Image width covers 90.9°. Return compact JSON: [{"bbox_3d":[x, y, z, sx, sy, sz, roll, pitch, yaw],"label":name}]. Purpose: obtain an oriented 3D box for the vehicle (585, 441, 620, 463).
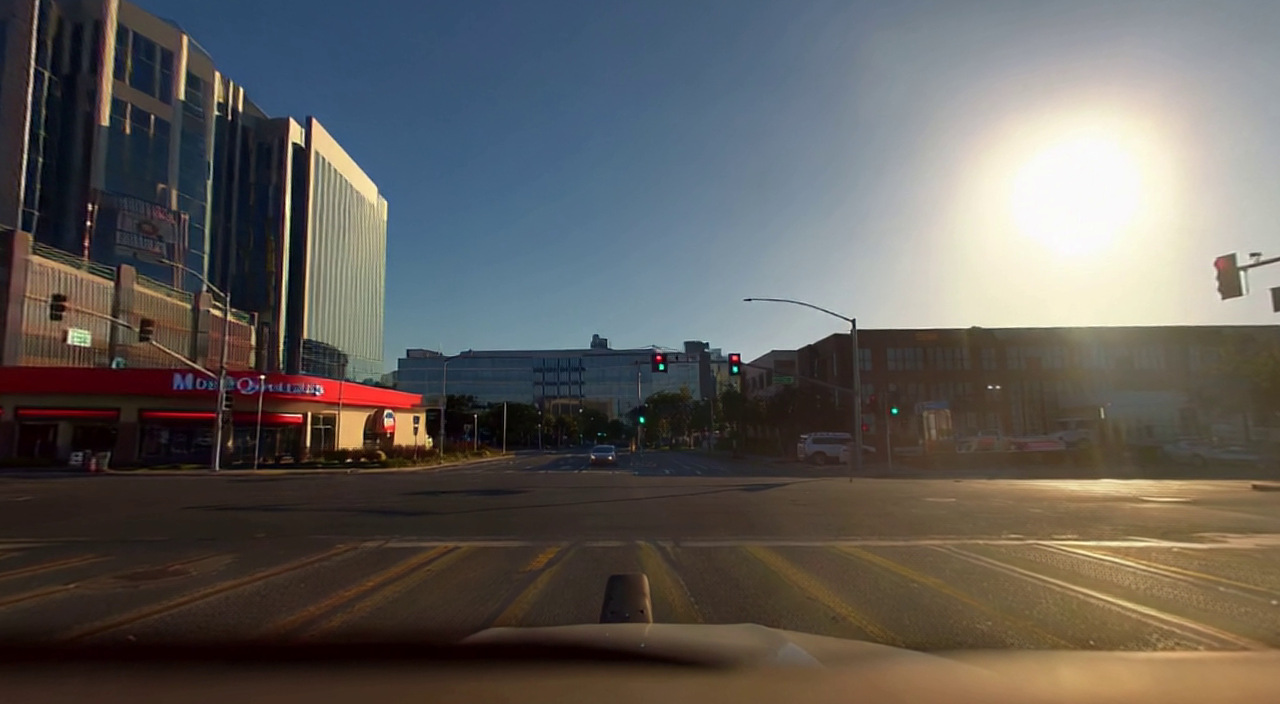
[{"bbox_3d":[-2.513,6.869,43.397,2.104,1.468,4.195,0,-9,1],"label":"vehicle"}]
